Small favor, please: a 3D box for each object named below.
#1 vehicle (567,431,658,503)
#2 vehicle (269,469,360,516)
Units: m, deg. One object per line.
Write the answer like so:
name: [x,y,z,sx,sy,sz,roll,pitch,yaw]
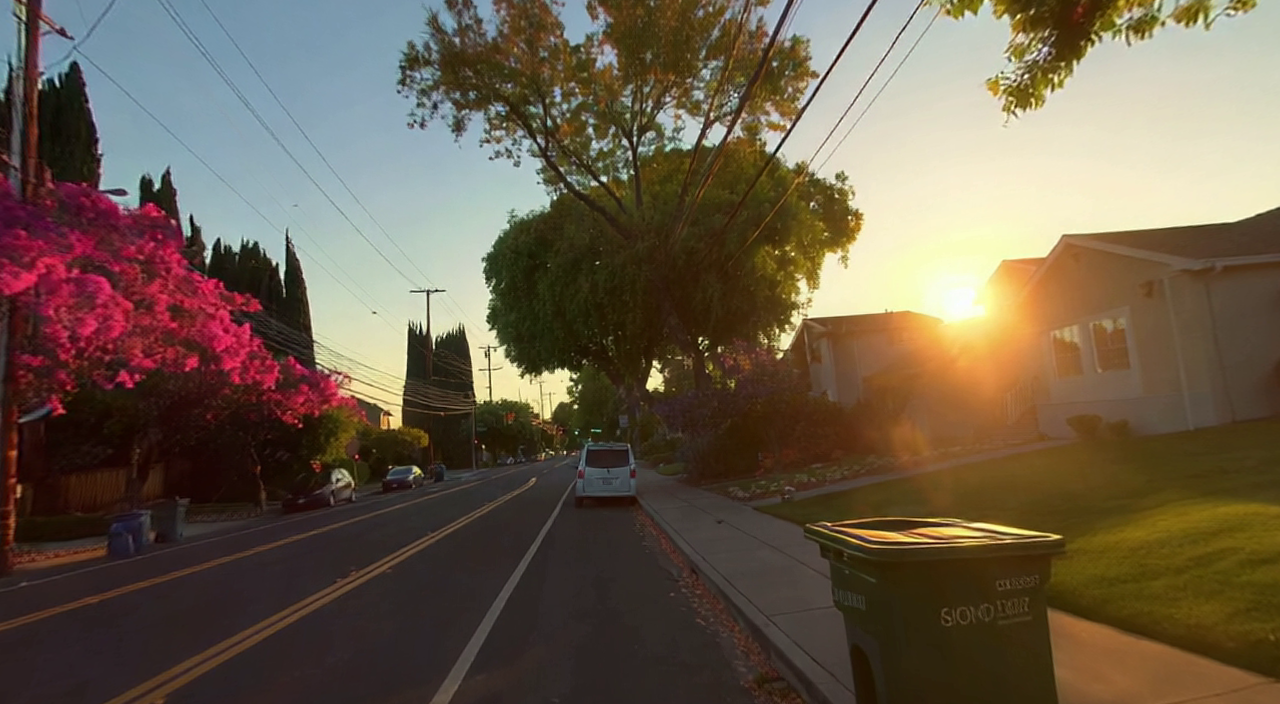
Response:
vehicle: [-0.821,3.082,17.382,2.190,1.708,4.115,0,-8,-4]
vehicle: [-13.758,5.923,26.985,1.982,1.660,4.142,1,-8,-6]
